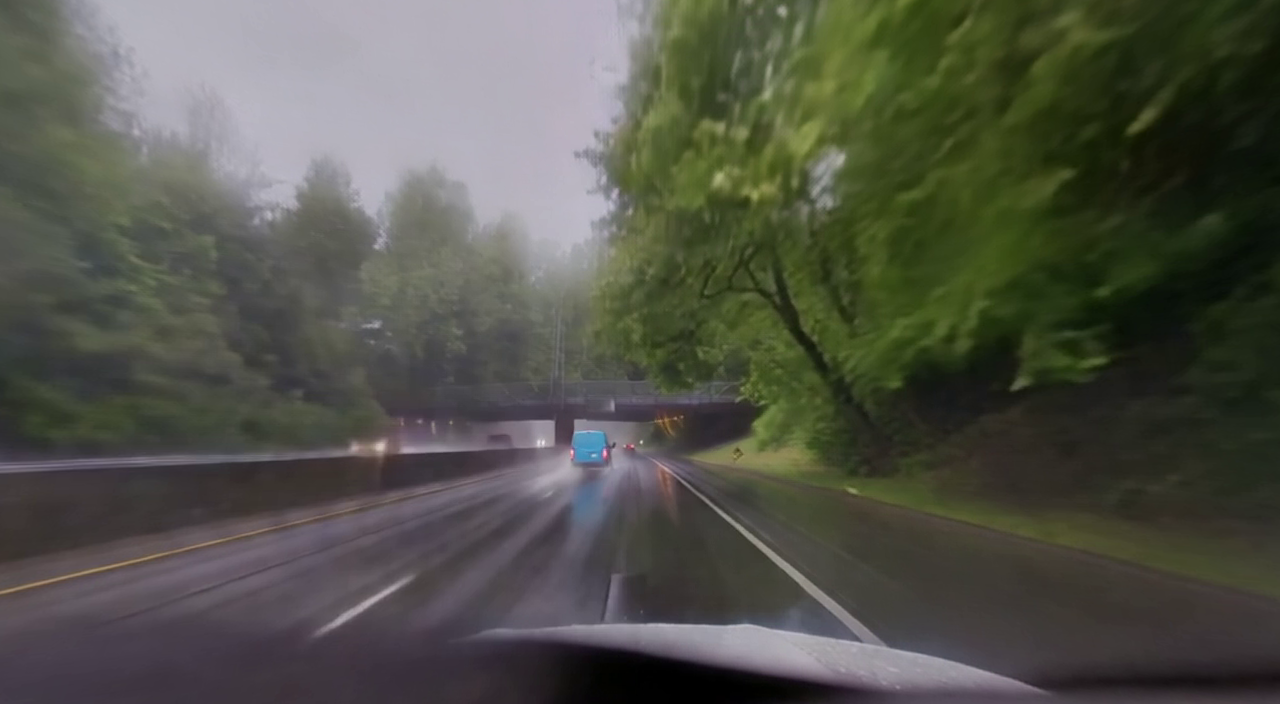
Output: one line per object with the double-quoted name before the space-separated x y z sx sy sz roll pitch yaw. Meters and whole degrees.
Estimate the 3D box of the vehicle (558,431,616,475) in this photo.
"vehicle" -2.392 4.764 30.022 2.372 1.891 5.061 0 -8 0

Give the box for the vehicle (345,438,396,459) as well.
"vehicle" -18.180 6.527 42.611 1.768 1.378 3.954 0 -8 -1
